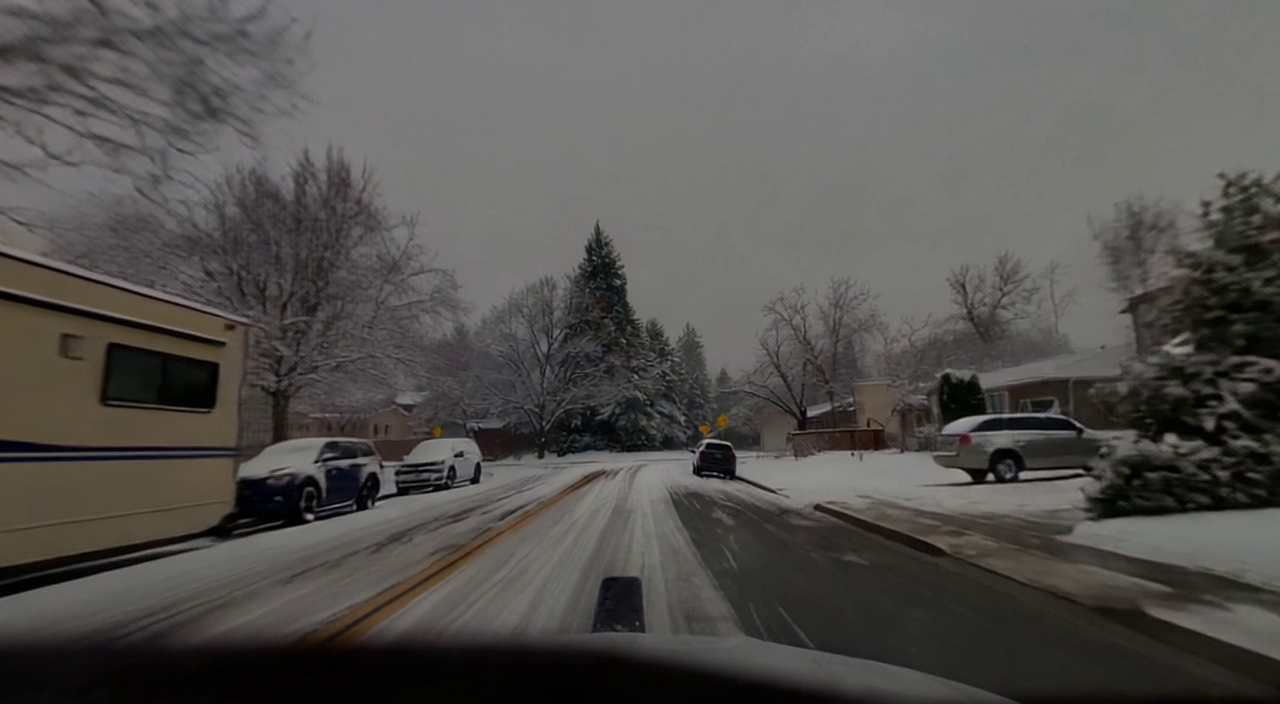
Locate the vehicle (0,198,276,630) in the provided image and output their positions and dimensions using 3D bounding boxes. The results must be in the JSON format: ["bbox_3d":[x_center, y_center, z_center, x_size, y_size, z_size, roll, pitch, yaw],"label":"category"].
[{"bbox_3d":[-6.788,0.180,2.932,3.103,3.479,11.801,-1,-9,1],"label":"vehicle"}]

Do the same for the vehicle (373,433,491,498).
[{"bbox_3d":[-6.926,3.821,21.856,2.225,1.817,5.731,-3,-8,-1],"label":"vehicle"}]

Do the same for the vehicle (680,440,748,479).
[{"bbox_3d":[2.990,4.464,26.535,2.167,1.479,4.597,0,-8,-1],"label":"vehicle"}]
